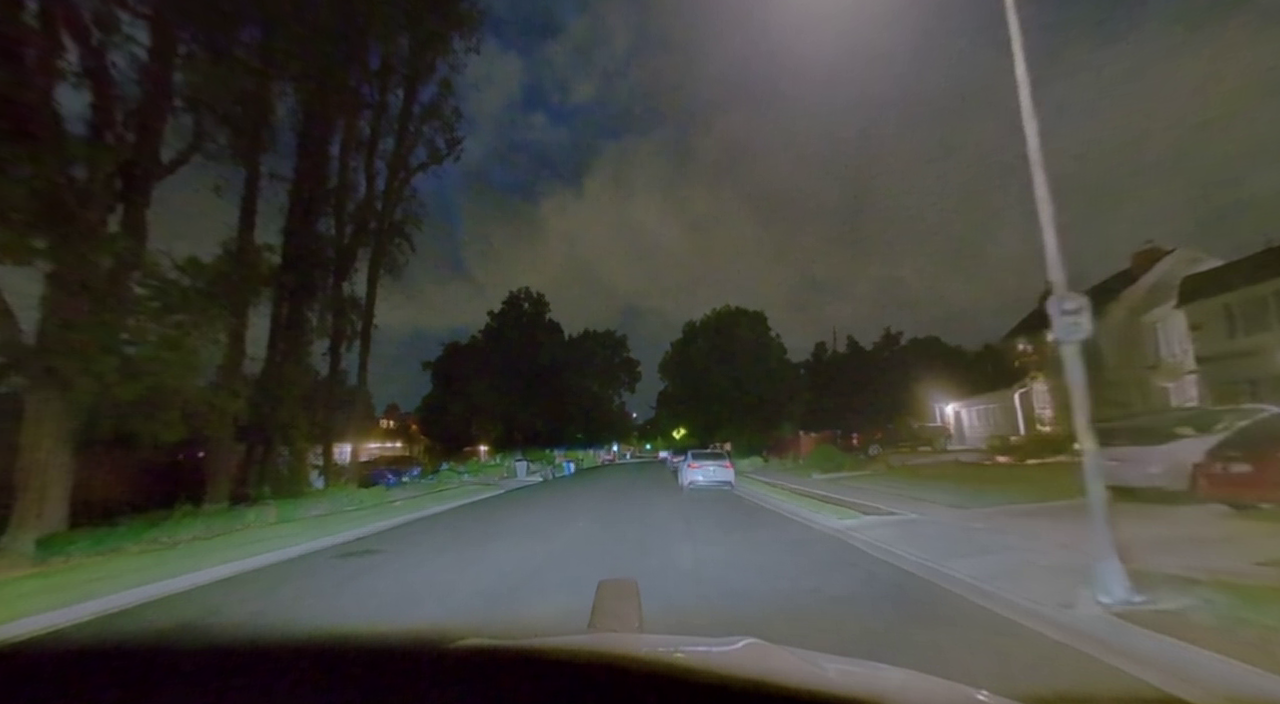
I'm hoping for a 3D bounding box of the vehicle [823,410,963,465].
[{"bbox_3d":[10.348,3.596,26.214,4.861,1.911,2.181,2,-13,2],"label":"vehicle"}]

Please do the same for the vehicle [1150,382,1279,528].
[{"bbox_3d":[9.541,1.308,8.062,4.230,1.666,1.978,0,-9,2],"label":"vehicle"}]

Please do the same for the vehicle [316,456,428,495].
[{"bbox_3d":[-12.992,5.987,30.798,4.511,1.809,2.018,0,-9,1],"label":"vehicle"}]

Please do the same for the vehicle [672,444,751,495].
[{"bbox_3d":[2.252,3.873,21.212,2.009,1.506,4.698,0,-9,-1],"label":"vehicle"}]
